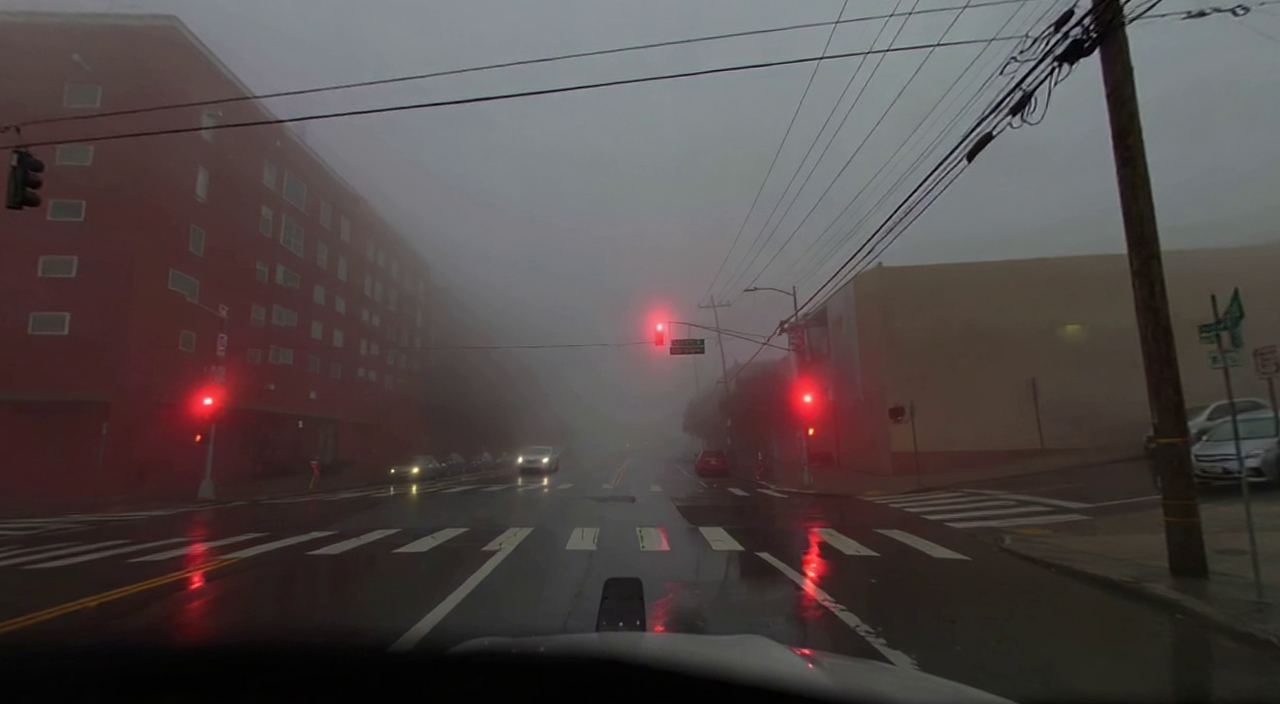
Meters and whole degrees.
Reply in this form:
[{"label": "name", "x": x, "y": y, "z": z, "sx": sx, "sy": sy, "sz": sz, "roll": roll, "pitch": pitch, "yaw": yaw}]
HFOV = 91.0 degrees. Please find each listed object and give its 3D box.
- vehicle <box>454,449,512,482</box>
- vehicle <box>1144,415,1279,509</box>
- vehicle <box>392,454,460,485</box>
[{"label": "vehicle", "x": -8.678, "y": 6.292, "z": 35.159, "sx": 2.020, "sy": 1.672, "sz": 3.842, "roll": 0, "pitch": -9, "yaw": 3}, {"label": "vehicle", "x": 12.742, "y": 2.203, "z": 12.772, "sx": 3.234, "sy": 1.746, "sz": 1.941, "roll": -1, "pitch": -9, "yaw": 2}, {"label": "vehicle", "x": -12.014, "y": 6.604, "z": 35.731, "sx": 1.943, "sy": 1.574, "sz": 4.727, "roll": 0, "pitch": -9, "yaw": 3}]
